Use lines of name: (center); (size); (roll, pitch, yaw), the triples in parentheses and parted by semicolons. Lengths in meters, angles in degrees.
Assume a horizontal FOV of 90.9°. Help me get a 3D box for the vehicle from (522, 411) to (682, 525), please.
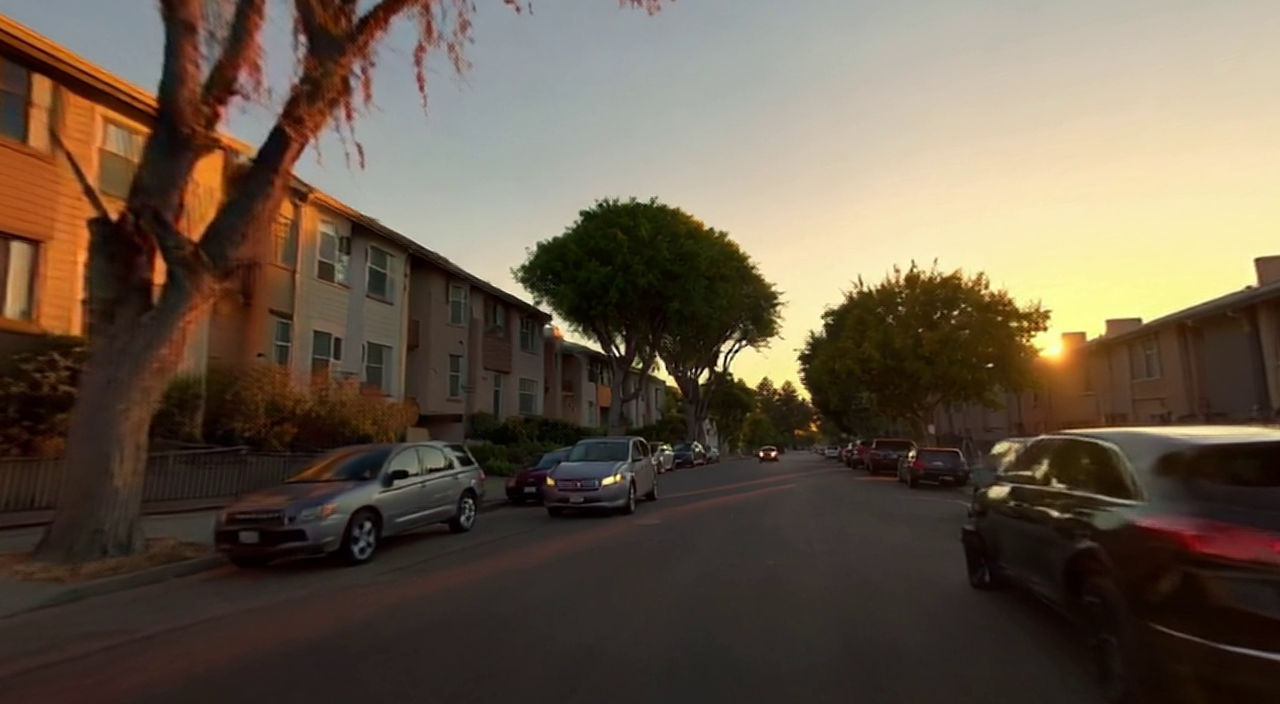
vehicle: (-0.583, 2.515, 14.201); (2.197, 2.047, 4.985); (-2, -9, 13)

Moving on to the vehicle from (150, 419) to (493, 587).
vehicle: (-4.083, 1.988, 9.244); (2.002, 1.774, 4.568); (-2, -9, 11)

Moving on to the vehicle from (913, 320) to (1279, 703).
vehicle: (3.467, 1.087, 4.183); (2.055, 1.717, 5.172); (-2, -9, 13)

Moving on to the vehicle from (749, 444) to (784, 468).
vehicle: (8.495, 6.905, 42.101); (1.971, 1.476, 4.593); (-3, -9, 15)
